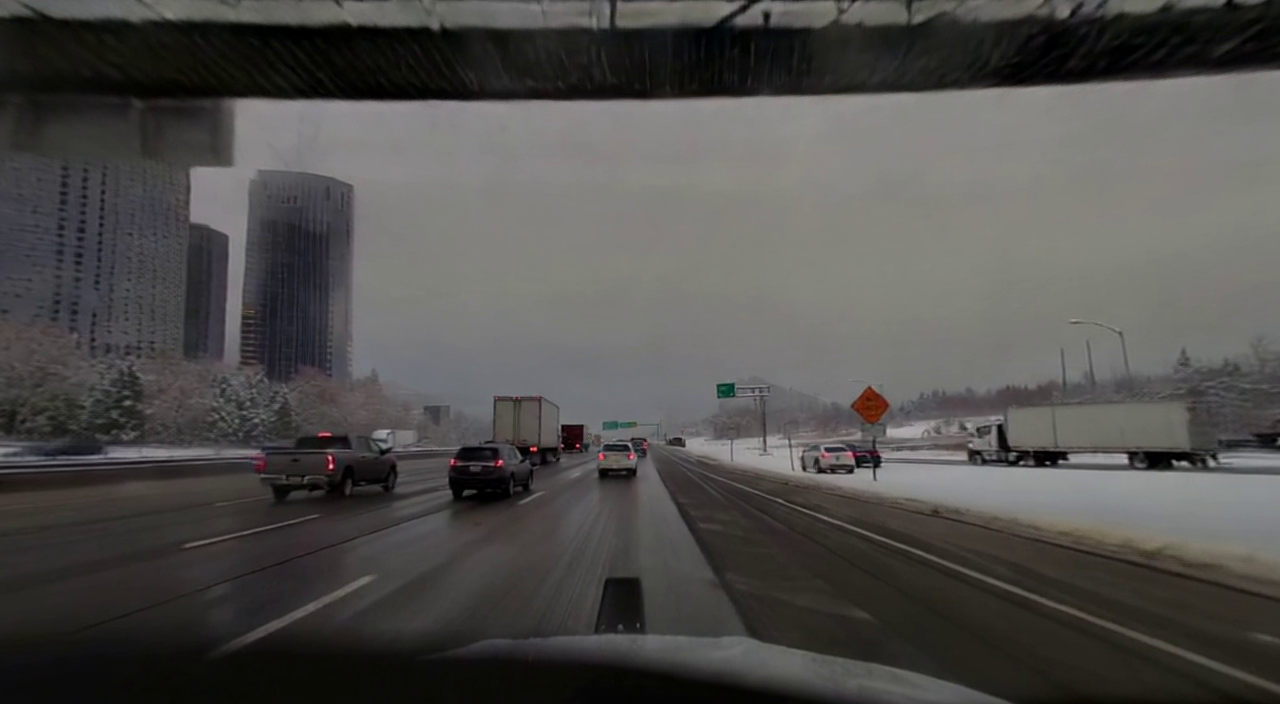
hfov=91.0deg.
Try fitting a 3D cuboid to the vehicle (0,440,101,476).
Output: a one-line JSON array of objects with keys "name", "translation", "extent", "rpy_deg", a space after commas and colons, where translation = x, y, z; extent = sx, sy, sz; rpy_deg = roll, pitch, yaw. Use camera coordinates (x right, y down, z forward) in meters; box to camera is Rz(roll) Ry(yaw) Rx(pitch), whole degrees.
[{"name": "vehicle", "translation": [-29.994, 5.229, 31.329], "extent": [2.002, 1.660, 4.883], "rpy_deg": [0, -9, -1]}]

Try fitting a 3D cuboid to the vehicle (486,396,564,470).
[{"name": "vehicle", "translation": [-5.791, 4.347, 33.184], "extent": [2.955, 3.359, 8.322], "rpy_deg": [1, -9, -4]}]

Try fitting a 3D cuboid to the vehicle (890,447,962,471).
[{"name": "vehicle", "translation": [18.679, 6.988, 41.282], "extent": [1.902, 1.494, 4.239], "rpy_deg": [3, -9, -17]}]

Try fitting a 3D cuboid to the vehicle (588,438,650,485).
[{"name": "vehicle", "translation": [-0.677, 3.831, 22.235], "extent": [1.991, 1.488, 3.922], "rpy_deg": [0, -9, 0]}]

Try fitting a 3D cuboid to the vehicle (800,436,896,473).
[{"name": "vehicle", "translation": [12.050, 5.988, 37.048], "extent": [2.415, 1.972, 5.572], "rpy_deg": [3, -9, -18]}]

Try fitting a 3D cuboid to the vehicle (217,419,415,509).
[{"name": "vehicle", "translation": [-7.522, 2.656, 15.374], "extent": [2.190, 1.821, 4.800], "rpy_deg": [0, -9, 1]}]

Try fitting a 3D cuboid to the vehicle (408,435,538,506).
[{"name": "vehicle", "translation": [-3.988, 2.904, 15.873], "extent": [2.016, 1.497, 4.235], "rpy_deg": [0, -9, 2]}]

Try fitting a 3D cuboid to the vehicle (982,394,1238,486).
[{"name": "vehicle", "translation": [22.788, 4.401, 31.254], "extent": [3.015, 3.855, 9.519], "rpy_deg": [8, -12, -42]}]
